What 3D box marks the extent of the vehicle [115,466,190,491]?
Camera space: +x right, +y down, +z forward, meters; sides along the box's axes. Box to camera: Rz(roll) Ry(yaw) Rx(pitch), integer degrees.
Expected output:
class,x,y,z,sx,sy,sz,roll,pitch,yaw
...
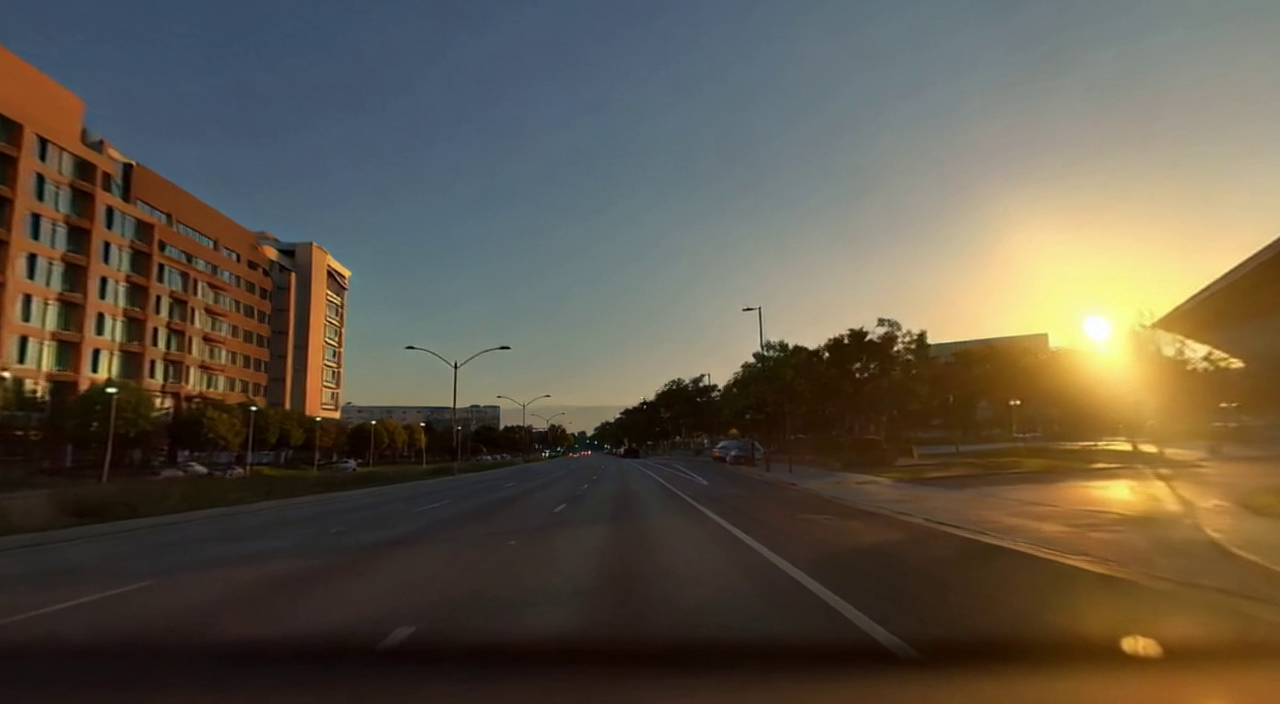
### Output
class,x,y,z,sx,sy,sz,roll,pitch,yaw
vehicle,-33.758,8.743,43.882,1.868,1.467,4.423,0,-9,-3

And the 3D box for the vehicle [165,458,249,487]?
class,x,y,z,sx,sy,sz,roll,pitch,yaw
vehicle,-33.920,9.402,49.827,2.483,2.000,6.110,0,-9,-3
